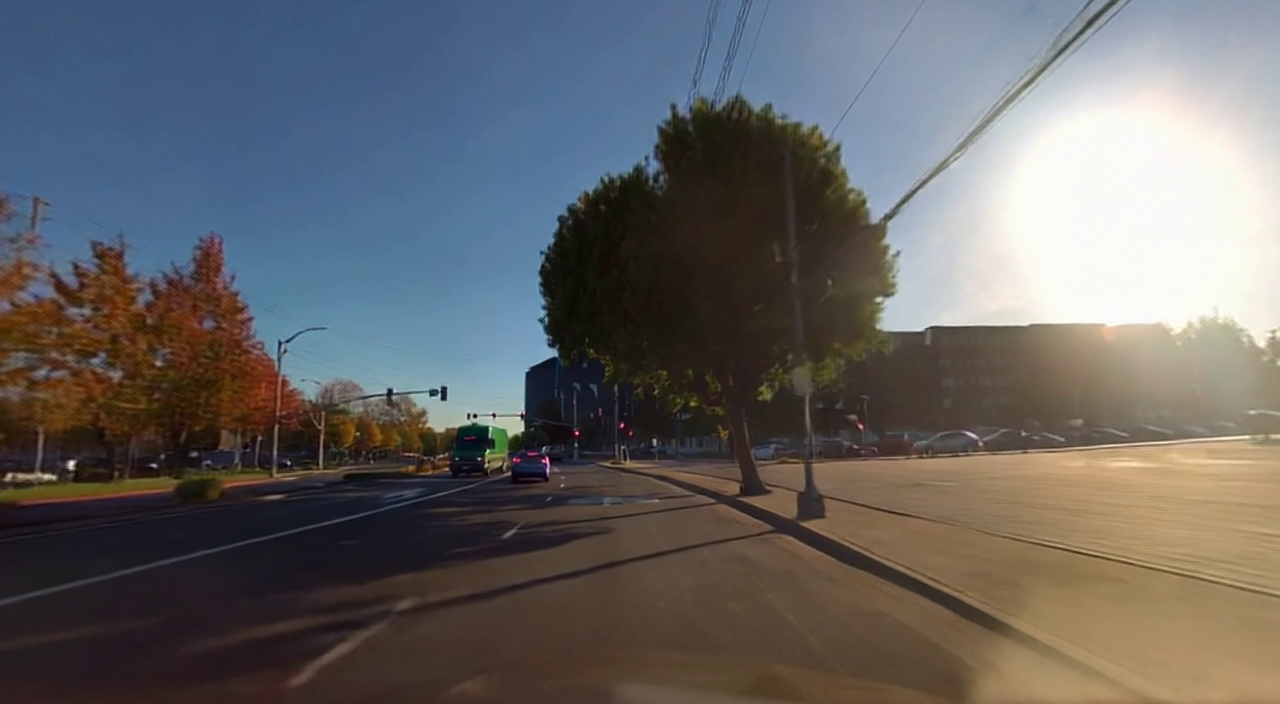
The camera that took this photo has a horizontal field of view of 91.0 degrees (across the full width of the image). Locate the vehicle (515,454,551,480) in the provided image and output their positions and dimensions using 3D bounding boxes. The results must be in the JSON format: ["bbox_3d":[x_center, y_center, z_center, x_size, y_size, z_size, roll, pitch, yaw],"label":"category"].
[{"bbox_3d":[-6.553,7.057,38.930,2.019,1.485,4.565,2,-9,-8],"label":"vehicle"}]

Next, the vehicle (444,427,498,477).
[{"bbox_3d":[-10.698,6.399,40.376,2.461,2.889,6.776,2,-9,-8],"label":"vehicle"}]
